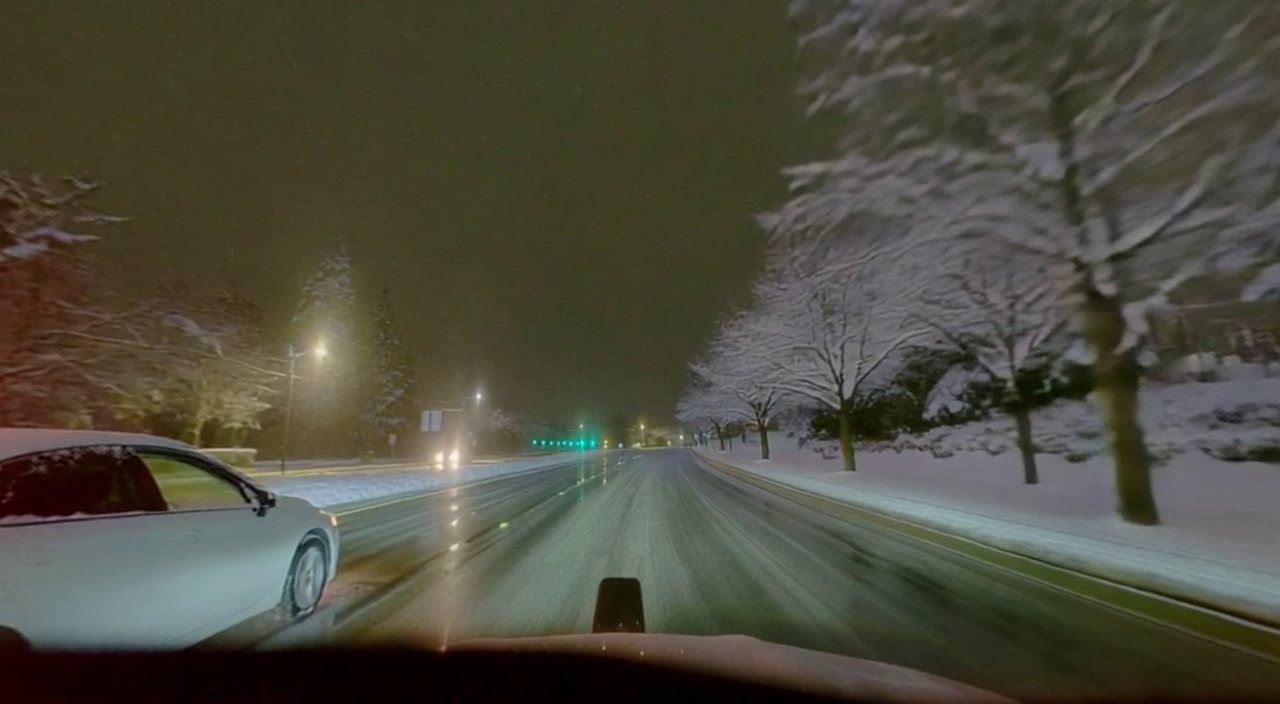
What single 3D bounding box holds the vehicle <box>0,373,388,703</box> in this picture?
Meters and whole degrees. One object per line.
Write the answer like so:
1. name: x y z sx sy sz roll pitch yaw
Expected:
1. vehicle: -3.194 1.007 3.368 1.915 1.521 4.283 0 -8 0
